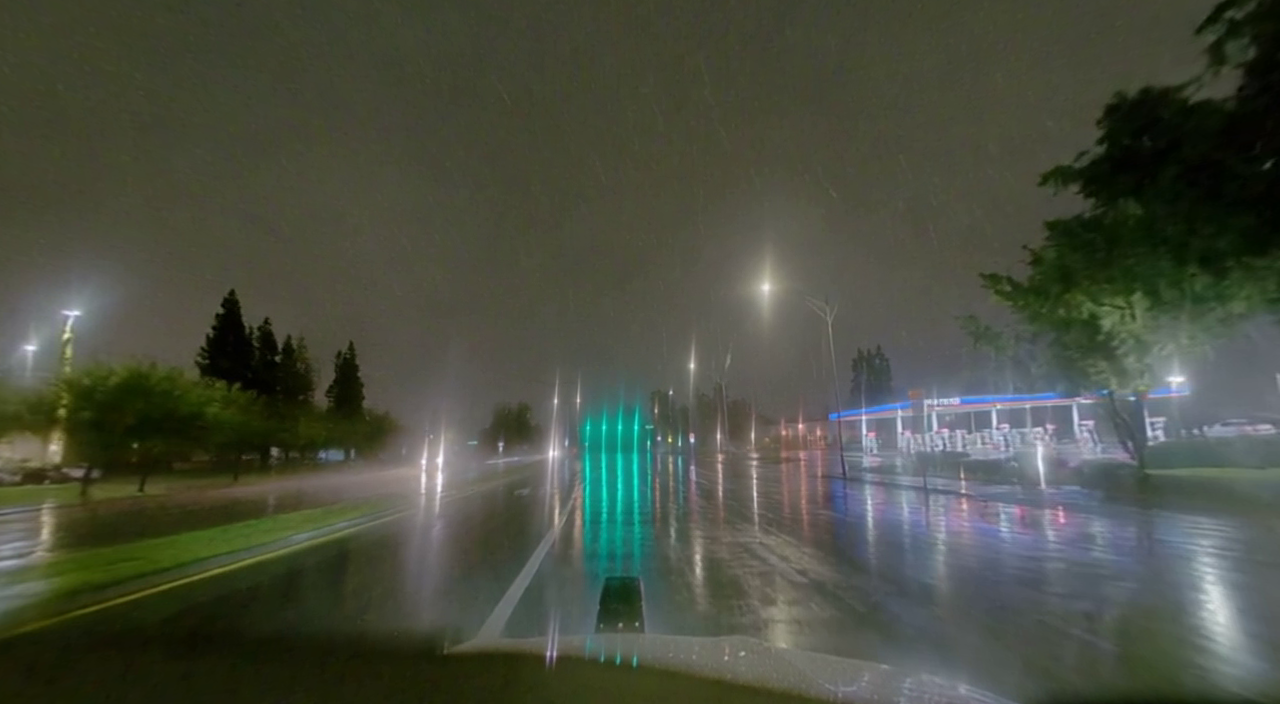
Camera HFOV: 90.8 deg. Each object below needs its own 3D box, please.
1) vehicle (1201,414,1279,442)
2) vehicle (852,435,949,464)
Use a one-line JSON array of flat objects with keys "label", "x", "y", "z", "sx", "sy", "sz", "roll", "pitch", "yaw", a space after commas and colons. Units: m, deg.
[{"label": "vehicle", "x": 40.570, "y": 5.087, "z": 42.053, "sx": 1.889, "sy": 1.699, "sz": 4.777, "roll": -1, "pitch": -8, "yaw": -1}, {"label": "vehicle", "x": 14.610, "y": 5.509, "z": 35.628, "sx": 4.548, "sy": 1.568, "sz": 1.953, "roll": 0, "pitch": -9, "yaw": -2}]
